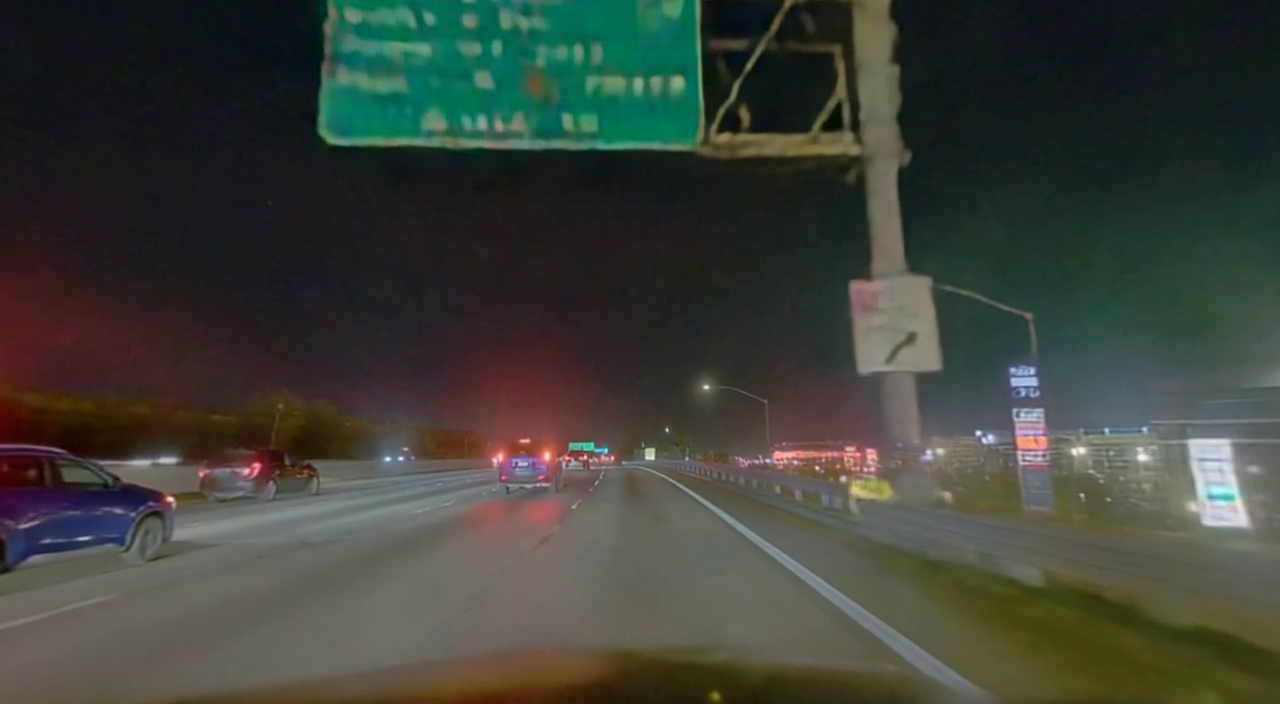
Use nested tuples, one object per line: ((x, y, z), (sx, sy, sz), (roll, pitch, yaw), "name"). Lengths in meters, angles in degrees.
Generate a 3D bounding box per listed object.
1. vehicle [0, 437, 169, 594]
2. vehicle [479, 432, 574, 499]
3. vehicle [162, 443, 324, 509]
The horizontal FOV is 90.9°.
((-7.112, 1.654, 6.555), (1.796, 1.509, 3.393), (0, -9, -1), "vehicle")
((-3.704, 3.822, 21.717), (2.301, 1.985, 5.247), (0, -9, 0), "vehicle")
((-11.380, 3.546, 18.555), (1.919, 1.665, 4.394), (0, -9, -1), "vehicle")
